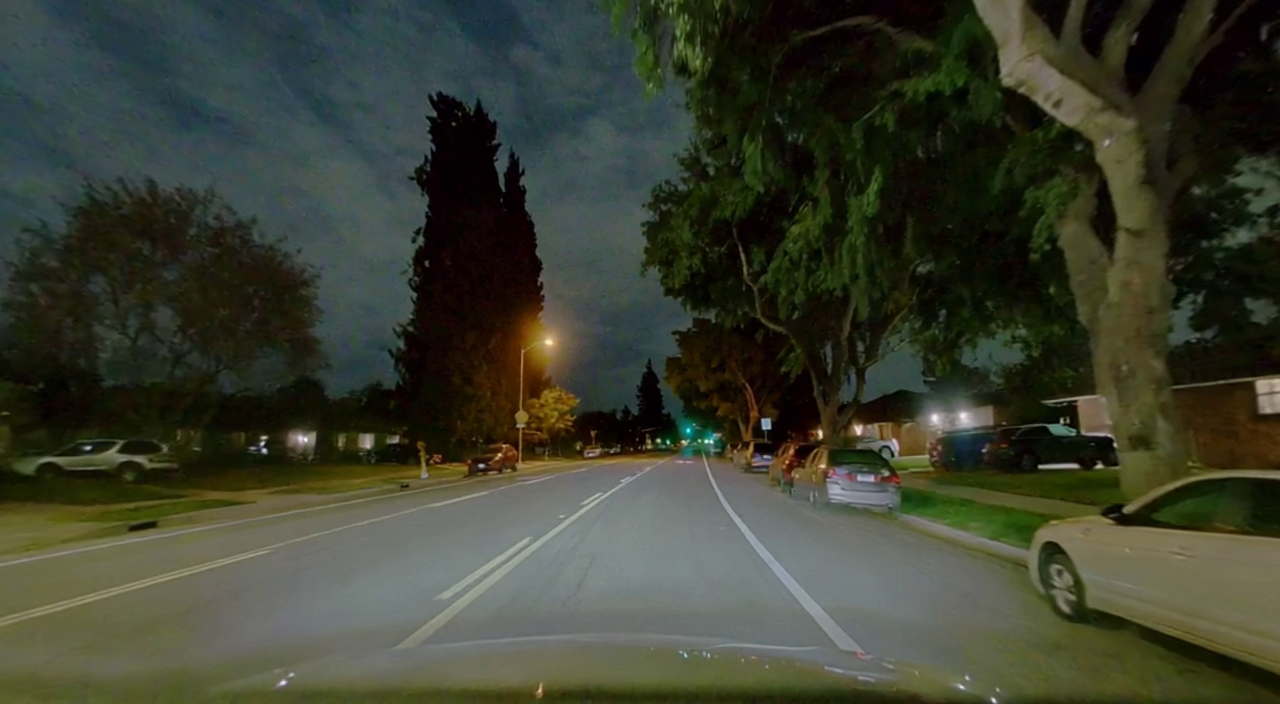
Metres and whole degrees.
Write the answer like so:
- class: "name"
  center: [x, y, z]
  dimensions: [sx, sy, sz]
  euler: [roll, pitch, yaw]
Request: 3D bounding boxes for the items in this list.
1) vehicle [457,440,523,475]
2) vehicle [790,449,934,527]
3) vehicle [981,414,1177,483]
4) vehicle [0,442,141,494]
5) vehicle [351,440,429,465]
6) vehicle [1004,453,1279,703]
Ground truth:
- class: "vehicle"
  center: [-8.362, 5.961, 35.778]
  dimensions: [2.093, 1.767, 5.120]
  euler: [-2, -9, 5]
- class: "vehicle"
  center: [4.664, 2.875, 14.012]
  dimensions: [1.911, 1.395, 4.362]
  euler: [0, -8, 4]
- class: "vehicle"
  center: [14.451, 3.223, 21.107]
  dimensions: [4.704, 1.942, 2.207]
  euler: [-3, -9, 4]
- class: "vehicle"
  center: [-18.543, 3.597, 19.795]
  dimensions: [4.245, 1.512, 1.957]
  euler: [0, -8, 5]
- class: "vehicle"
  center: [-17.085, 6.876, 43.334]
  dimensions: [4.509, 1.698, 1.890]
  euler: [-1, -8, 6]
- class: "vehicle"
  center: [4.271, 1.310, 3.394]
  dimensions: [1.925, 1.445, 4.554]
  euler: [0, -8, 0]
